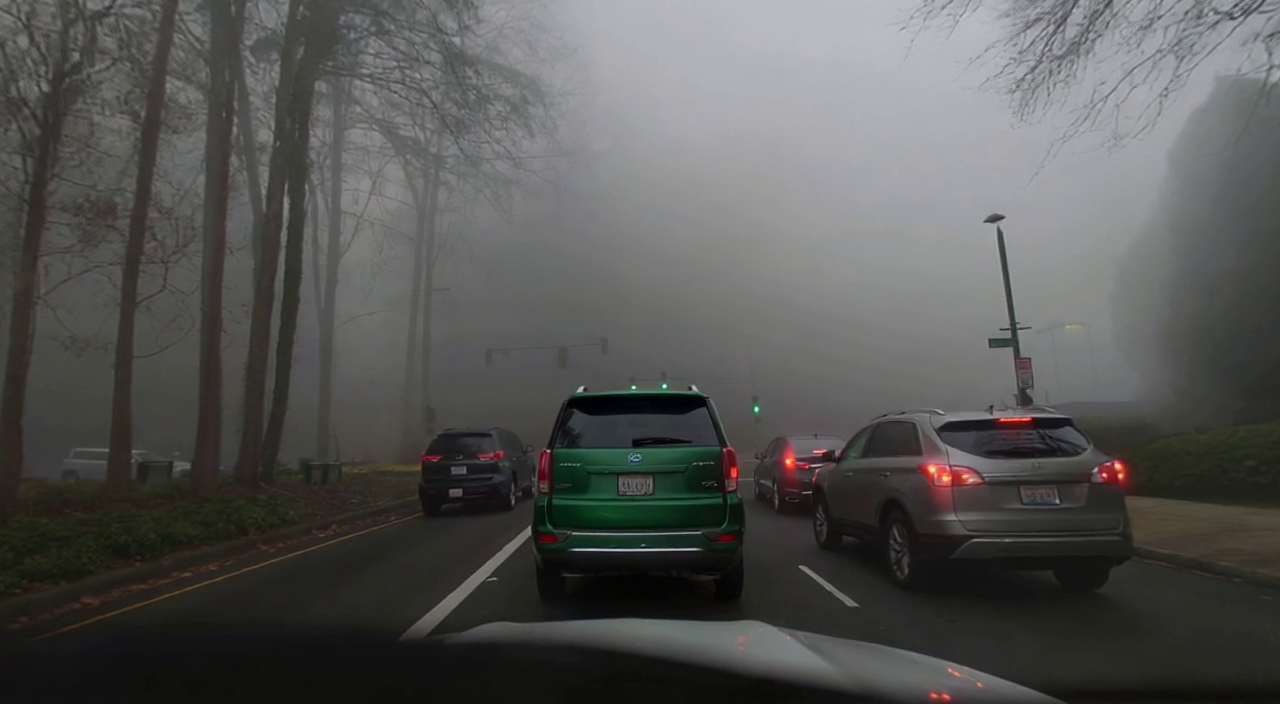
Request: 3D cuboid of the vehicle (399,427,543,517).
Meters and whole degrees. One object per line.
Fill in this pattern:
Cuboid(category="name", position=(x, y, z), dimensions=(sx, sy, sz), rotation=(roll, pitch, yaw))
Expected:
Cuboid(category="vehicle", position=(-3.421, 2.514, 13.685), dimensions=(1.961, 1.639, 4.064), rotation=(0, -9, 1))

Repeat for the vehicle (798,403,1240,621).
Cuboid(category="vehicle", position=(3.464, 1.553, 7.071), dimensions=(2.202, 1.657, 4.298), rotation=(0, -9, -1))

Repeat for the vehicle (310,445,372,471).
Cuboid(category="vehicle", position=(-22.153, 7.837, 47.065), dimensions=(1.993, 1.844, 5.316), rotation=(0, -8, 0))

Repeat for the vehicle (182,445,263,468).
Cuboid(category="vehicle", position=(-30.003, 7.505, 45.460), dimensions=(4.403, 1.532, 1.914), rotation=(0, -8, -3))

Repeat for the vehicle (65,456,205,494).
Cuboid(category="vehicle", position=(-22.273, 5.406, 28.181), dimensions=(2.312, 1.443, 4.684), rotation=(0, -9, 1))

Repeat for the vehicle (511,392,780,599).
Cuboid(category="vehicle", position=(0.019, 1.515, 7.419), dimensions=(2.294, 1.761, 3.857), rotation=(0, -9, -1))
